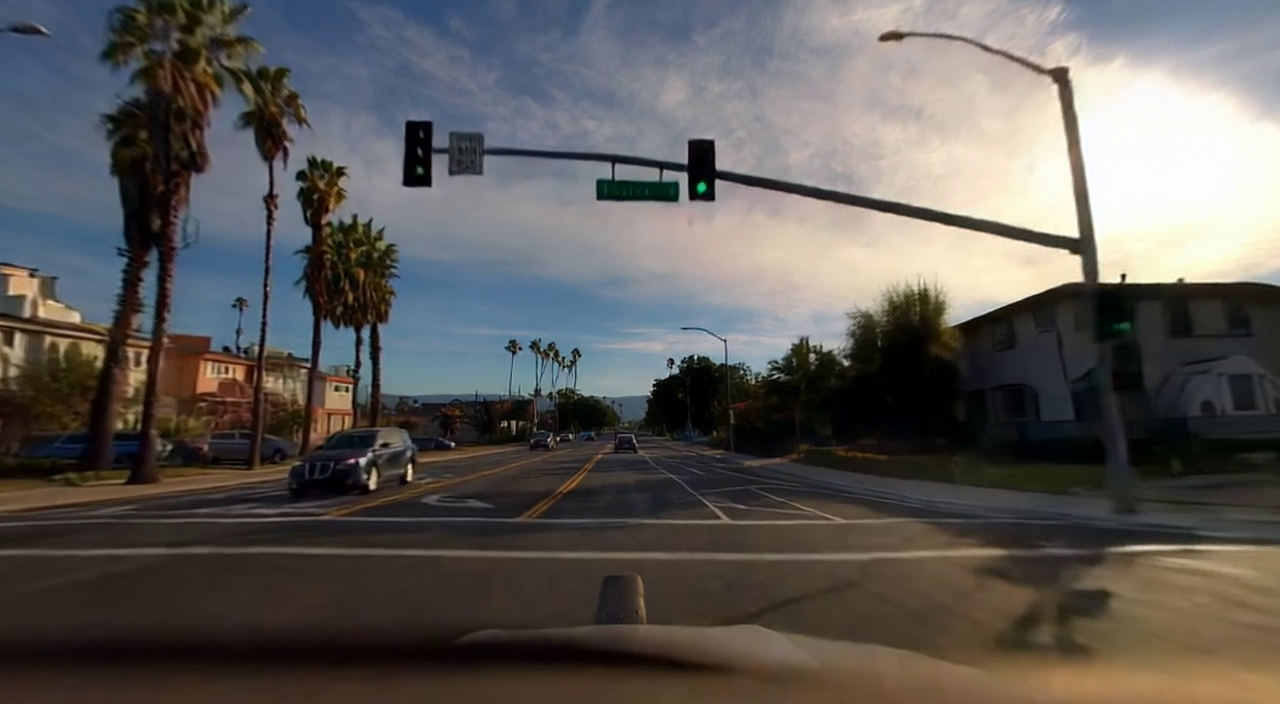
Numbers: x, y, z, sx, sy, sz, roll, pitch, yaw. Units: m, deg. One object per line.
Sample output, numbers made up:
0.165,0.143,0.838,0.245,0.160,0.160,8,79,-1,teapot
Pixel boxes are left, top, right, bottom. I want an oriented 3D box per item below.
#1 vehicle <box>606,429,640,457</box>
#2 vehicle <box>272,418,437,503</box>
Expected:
-1.240,6.412,44.392,2.248,1.833,4.798,0,-8,-3,vehicle
-6.350,2.461,14.640,1.983,1.684,3.938,0,-8,-1,vehicle
